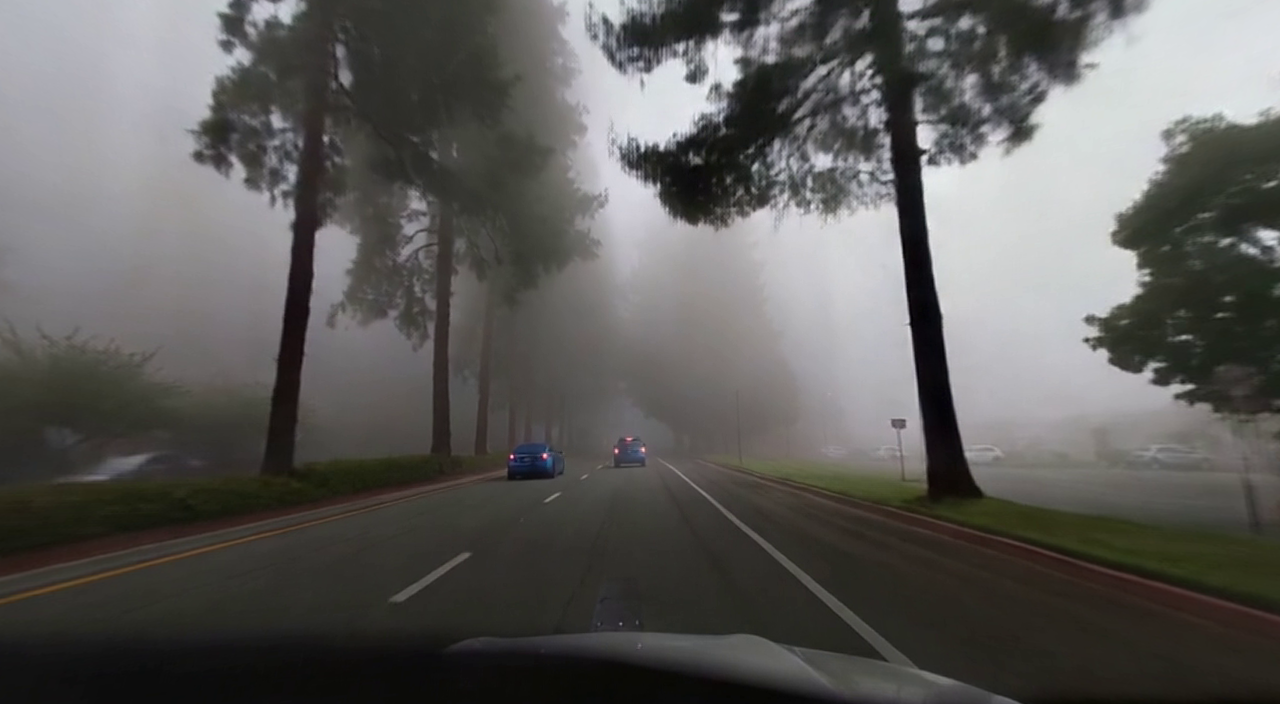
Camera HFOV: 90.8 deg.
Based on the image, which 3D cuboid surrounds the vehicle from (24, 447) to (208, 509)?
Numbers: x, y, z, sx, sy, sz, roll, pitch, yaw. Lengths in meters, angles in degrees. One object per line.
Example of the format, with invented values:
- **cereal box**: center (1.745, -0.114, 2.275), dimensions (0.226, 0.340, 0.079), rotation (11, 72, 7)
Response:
- **vehicle**: center (-16.343, 3.895, 20.105), dimensions (1.896, 1.712, 4.523), rotation (0, -8, 0)

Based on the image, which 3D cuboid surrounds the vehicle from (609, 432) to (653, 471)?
- **vehicle**: center (-0.458, 4.907, 31.269), dimensions (2.018, 1.769, 3.897), rotation (0, -8, -1)

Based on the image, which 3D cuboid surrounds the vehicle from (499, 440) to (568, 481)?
- **vehicle**: center (-4.086, 4.221, 24.873), dimensions (1.917, 1.448, 4.178), rotation (0, -8, 1)

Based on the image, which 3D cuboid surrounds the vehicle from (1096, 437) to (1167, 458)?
- **vehicle**: center (33.583, 6.540, 43.181), dimensions (3.531, 1.422, 1.598), rotation (1, -9, -5)
